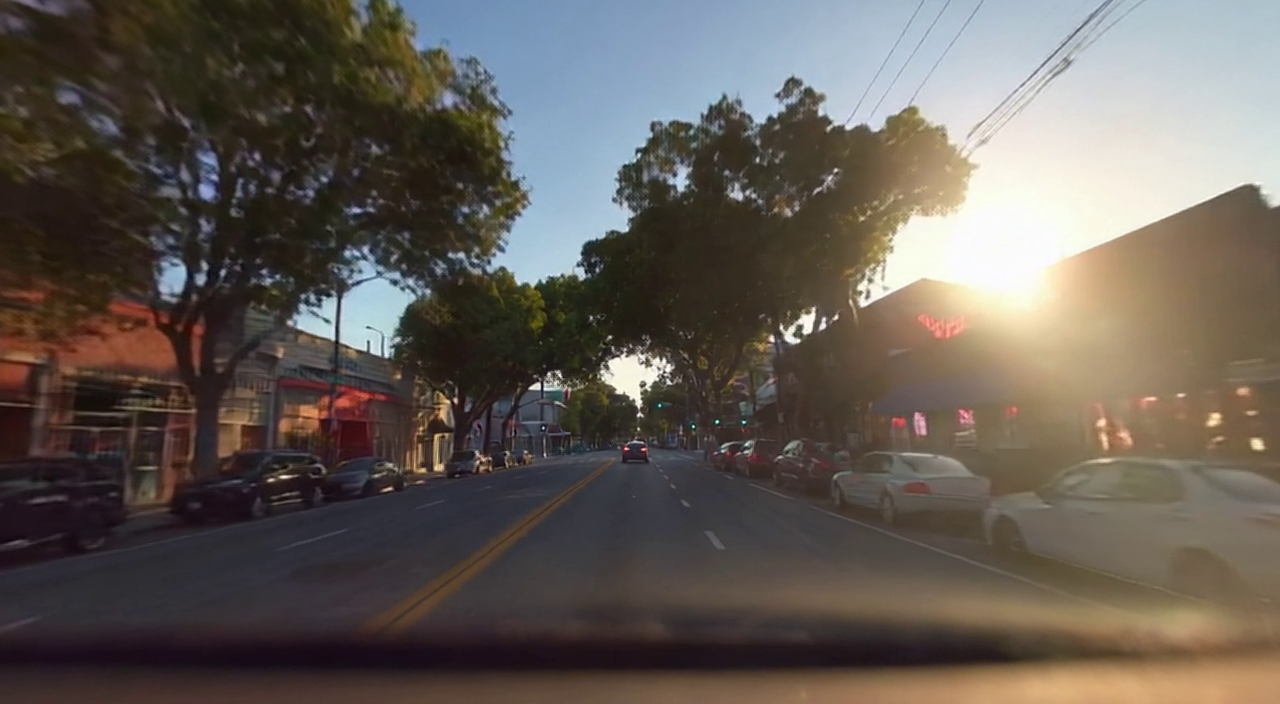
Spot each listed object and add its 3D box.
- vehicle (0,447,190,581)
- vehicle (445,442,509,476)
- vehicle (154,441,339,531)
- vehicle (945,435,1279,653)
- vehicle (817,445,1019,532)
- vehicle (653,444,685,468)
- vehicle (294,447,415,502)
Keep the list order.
[{"bbox_3d":[-9.857,2.353,9.483,2.081,1.819,5.607,0,-9,0],"label":"vehicle"},{"bbox_3d":[-9.712,6.456,38.296,2.305,1.883,5.580,-1,-9,1],"label":"vehicle"},{"bbox_3d":[-10.128,3.419,16.858,2.020,2.013,4.758,0,-9,-3],"label":"vehicle"},{"bbox_3d":[5.428,1.609,6.263,2.163,1.484,5.019,0,-9,-2],"label":"vehicle"},{"bbox_3d":[5.551,2.757,13.516,2.089,1.459,4.930,0,-8,0],"label":"vehicle"},{"bbox_3d":[2.008,7.323,44.768,1.998,1.580,4.015,0,-9,-1],"label":"vehicle"},{"bbox_3d":[-10.125,4.345,23.017,1.988,1.718,5.661,0,-9,-2],"label":"vehicle"}]
